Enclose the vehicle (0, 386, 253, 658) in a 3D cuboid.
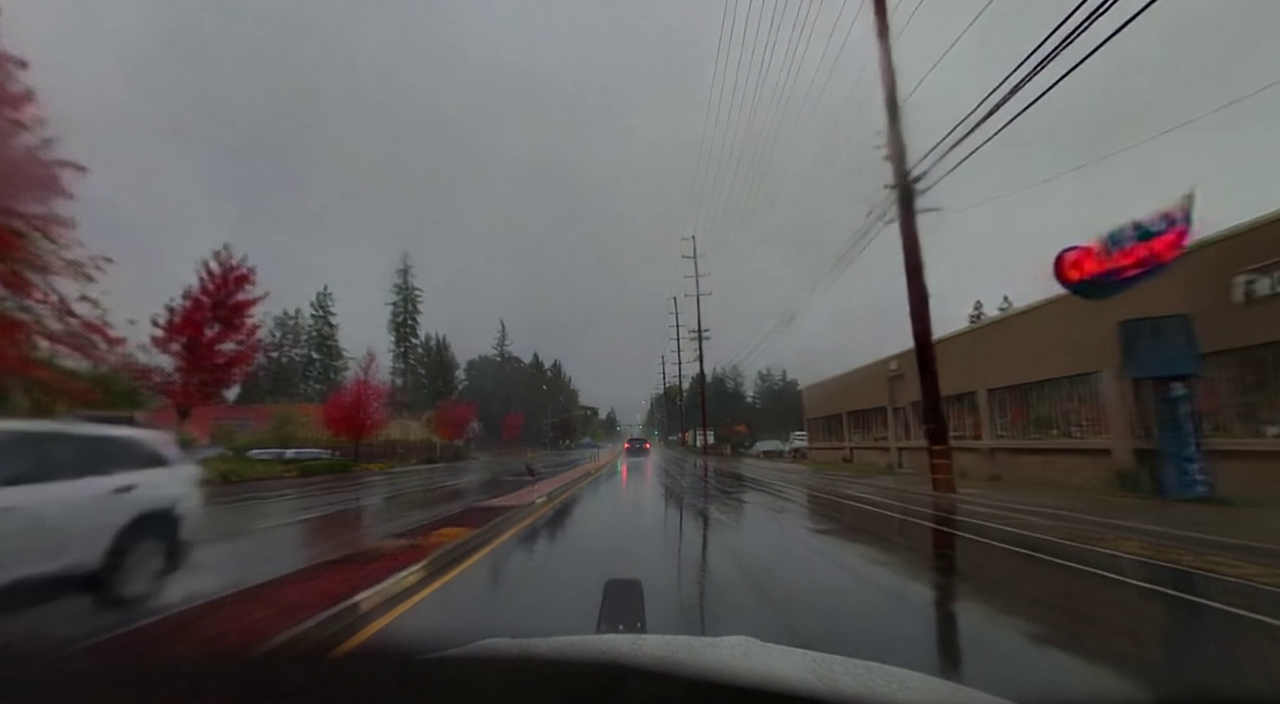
[{"bbox_3d":[-4.996,1.142,4.311,1.993,1.680,4.386,-2,-8,-1],"label":"vehicle"}]
